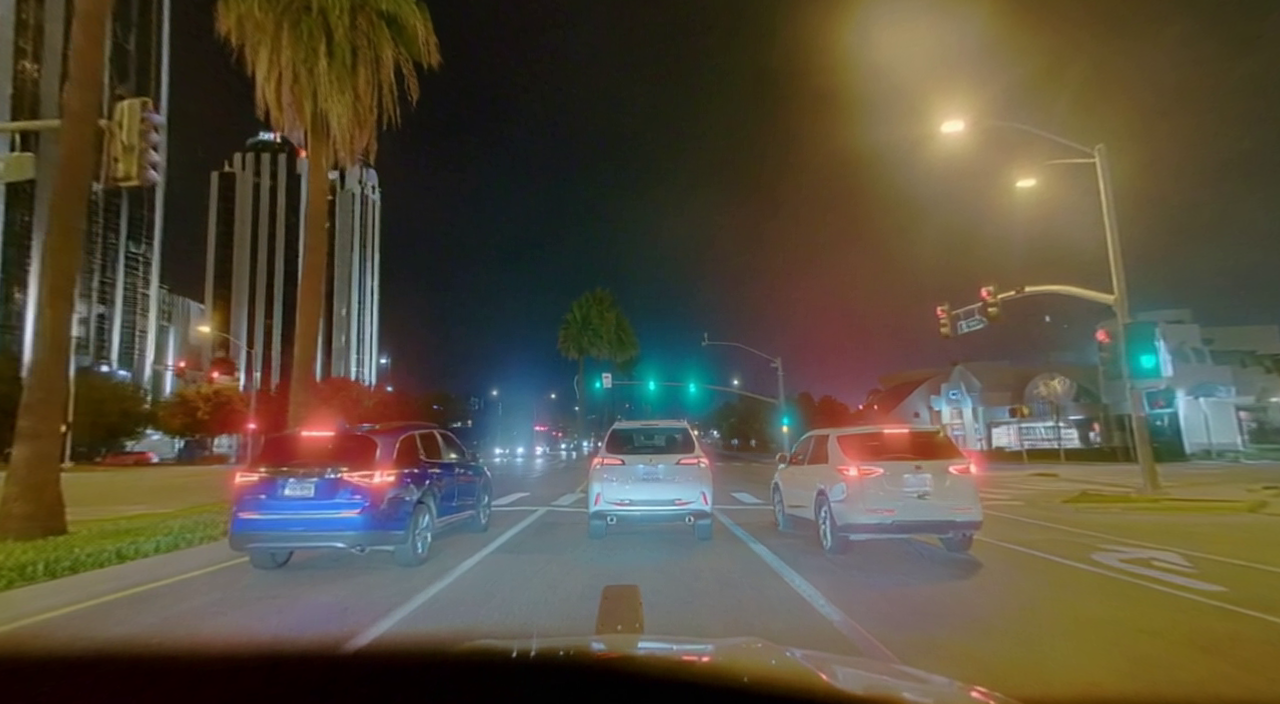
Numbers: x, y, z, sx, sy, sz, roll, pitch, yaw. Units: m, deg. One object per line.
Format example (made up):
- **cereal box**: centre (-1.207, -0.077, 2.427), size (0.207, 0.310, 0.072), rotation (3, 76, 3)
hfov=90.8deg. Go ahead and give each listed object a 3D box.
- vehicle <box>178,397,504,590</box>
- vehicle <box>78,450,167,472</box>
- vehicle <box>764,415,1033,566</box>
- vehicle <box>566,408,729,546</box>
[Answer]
- **vehicle**: centre (-3.133, 1.573, 7.761), size (1.938, 1.713, 4.048), rotation (0, -9, 1)
- **vehicle**: centre (-37.137, 7.794, 45.369), size (4.787, 1.484, 1.816), rotation (0, -9, 1)
- **vehicle**: centre (3.107, 1.745, 8.643), size (1.936, 1.567, 3.896), rotation (0, -9, -1)
- **vehicle**: centre (0.096, 1.907, 10.227), size (2.060, 1.730, 4.257), rotation (0, -9, 0)
